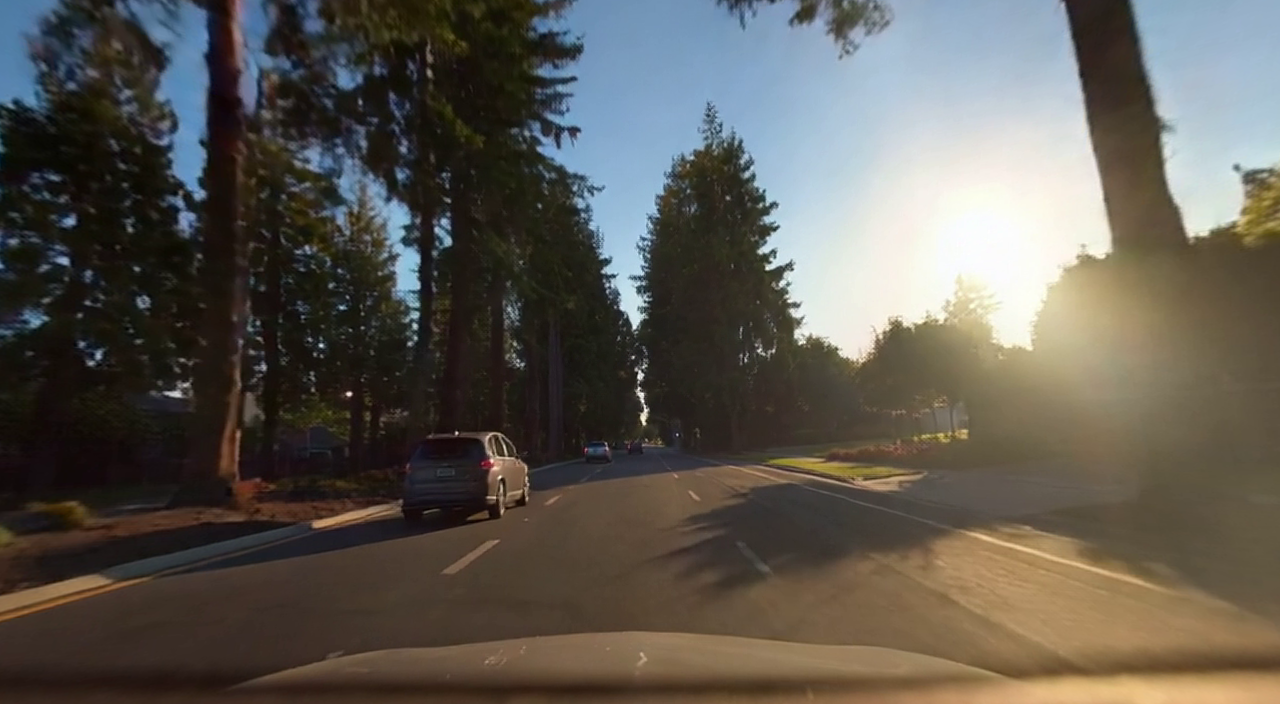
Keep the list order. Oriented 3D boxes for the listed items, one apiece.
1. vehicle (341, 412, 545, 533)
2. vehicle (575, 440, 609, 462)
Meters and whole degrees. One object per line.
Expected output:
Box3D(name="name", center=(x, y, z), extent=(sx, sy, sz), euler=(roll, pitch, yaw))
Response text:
Box3D(name="vehicle", center=(-3.126, 2.043, 11.260), extent=(2.058, 1.671, 4.704), euler=(0, -8, 1))
Box3D(name="vehicle", center=(-3.364, 6.977, 44.591), extent=(2.021, 1.466, 4.330), euler=(0, -8, 1))
